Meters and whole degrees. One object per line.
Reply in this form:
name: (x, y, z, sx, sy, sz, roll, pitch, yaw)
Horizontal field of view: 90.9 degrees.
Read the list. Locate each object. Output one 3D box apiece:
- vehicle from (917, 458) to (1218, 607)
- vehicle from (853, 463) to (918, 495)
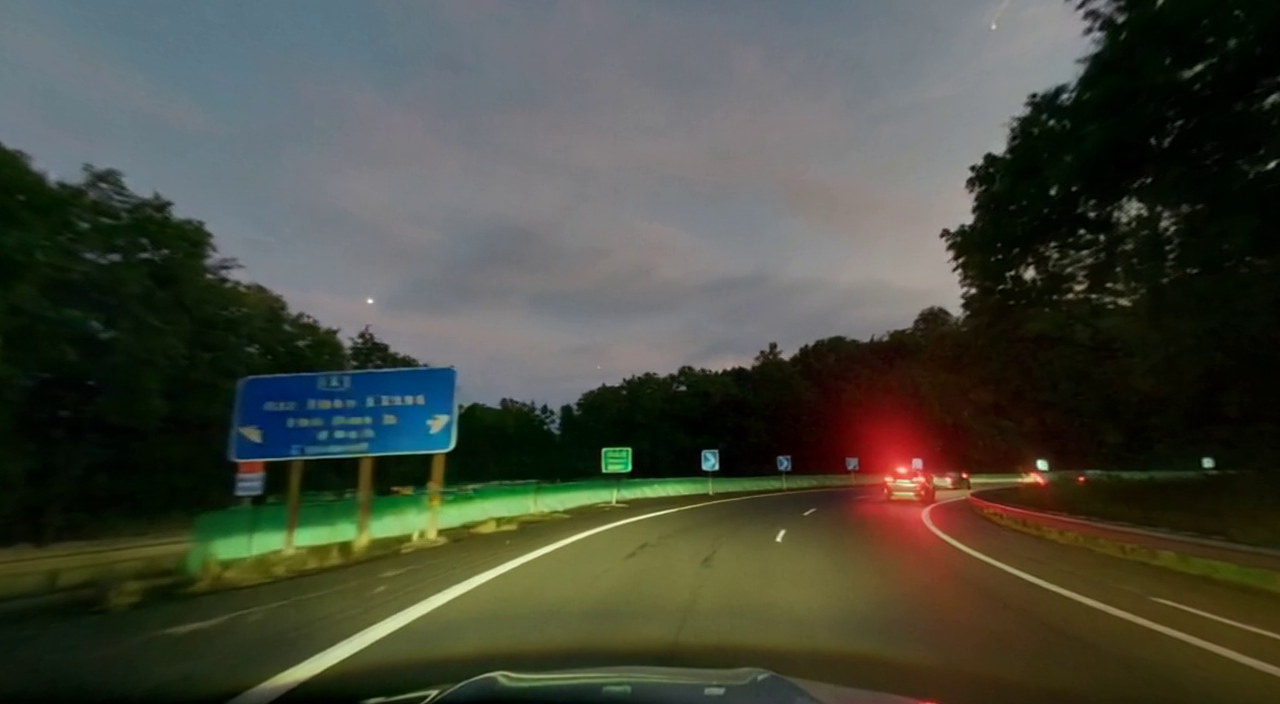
vehicle: (5.761, 2.424, 9.296, 2.023, 1.593, 4.105, -1, -10, 9)
vehicle: (12.719, 6.529, 32.547, 1.992, 1.503, 3.793, -7, -13, 39)
